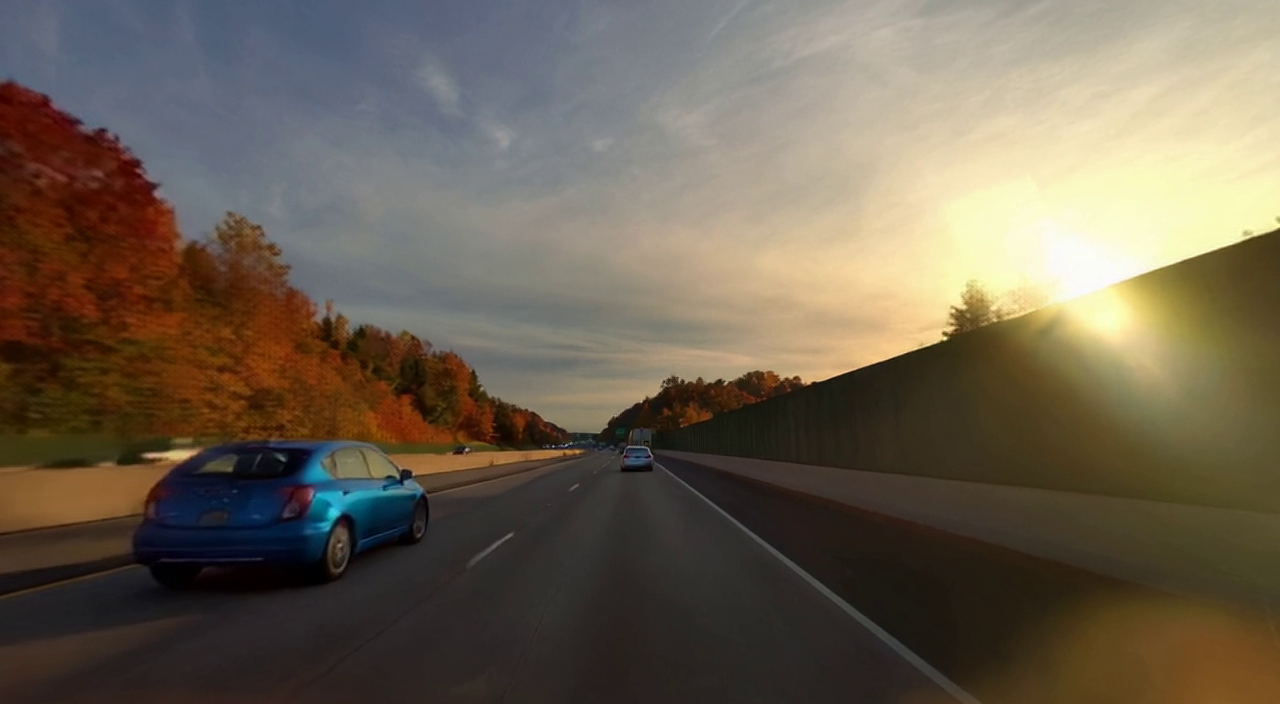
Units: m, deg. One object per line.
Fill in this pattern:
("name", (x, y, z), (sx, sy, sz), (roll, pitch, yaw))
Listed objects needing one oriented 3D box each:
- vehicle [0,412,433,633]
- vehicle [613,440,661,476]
("vehicle", (-3.879, 1.503, 6.566), (2.054, 1.536, 4.128), (0, -8, 0))
("vehicle", (-0.165, 4.793, 28.703), (2.057, 1.516, 4.065), (0, -8, -1))
